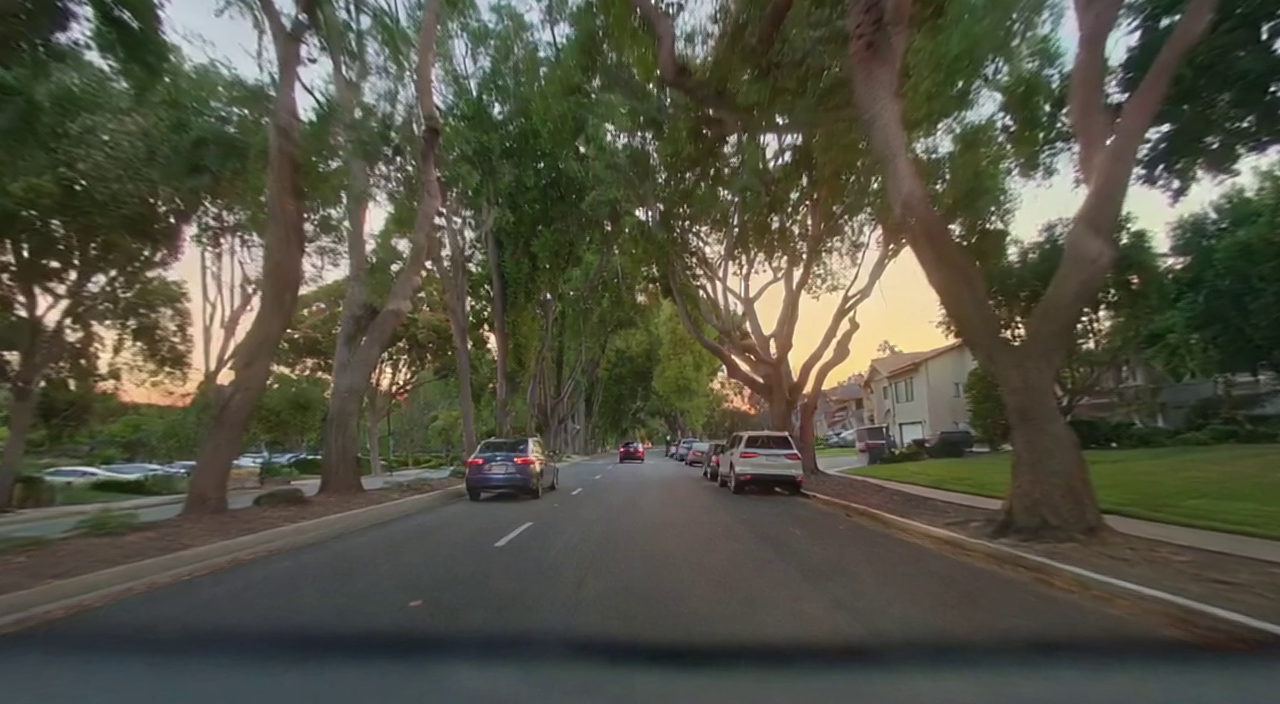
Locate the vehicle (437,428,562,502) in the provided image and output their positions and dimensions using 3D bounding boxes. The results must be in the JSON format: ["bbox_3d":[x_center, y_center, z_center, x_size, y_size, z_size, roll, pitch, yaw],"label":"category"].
[{"bbox_3d":[-3.511,2.936,16.827,2.129,1.668,4.722,0,-8,1],"label":"vehicle"}]

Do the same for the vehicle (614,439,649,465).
[{"bbox_3d":[-0.502,6.489,41.157,2.142,1.548,4.273,0,-8,0],"label":"vehicle"}]

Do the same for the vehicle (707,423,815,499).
[{"bbox_3d":[3.280,3.102,18.378,2.090,1.839,5.495,0,-8,0],"label":"vehicle"}]

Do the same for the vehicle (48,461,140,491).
[{"bbox_3d":[-38.276,8.641,44.381,2.093,1.866,4.589,-8,-12,44],"label":"vehicle"}]

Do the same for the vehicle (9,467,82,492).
[{"bbox_3d":[-42.090,9.000,44.757,3.582,1.568,1.999,8,-12,-43],"label":"vehicle"}]
